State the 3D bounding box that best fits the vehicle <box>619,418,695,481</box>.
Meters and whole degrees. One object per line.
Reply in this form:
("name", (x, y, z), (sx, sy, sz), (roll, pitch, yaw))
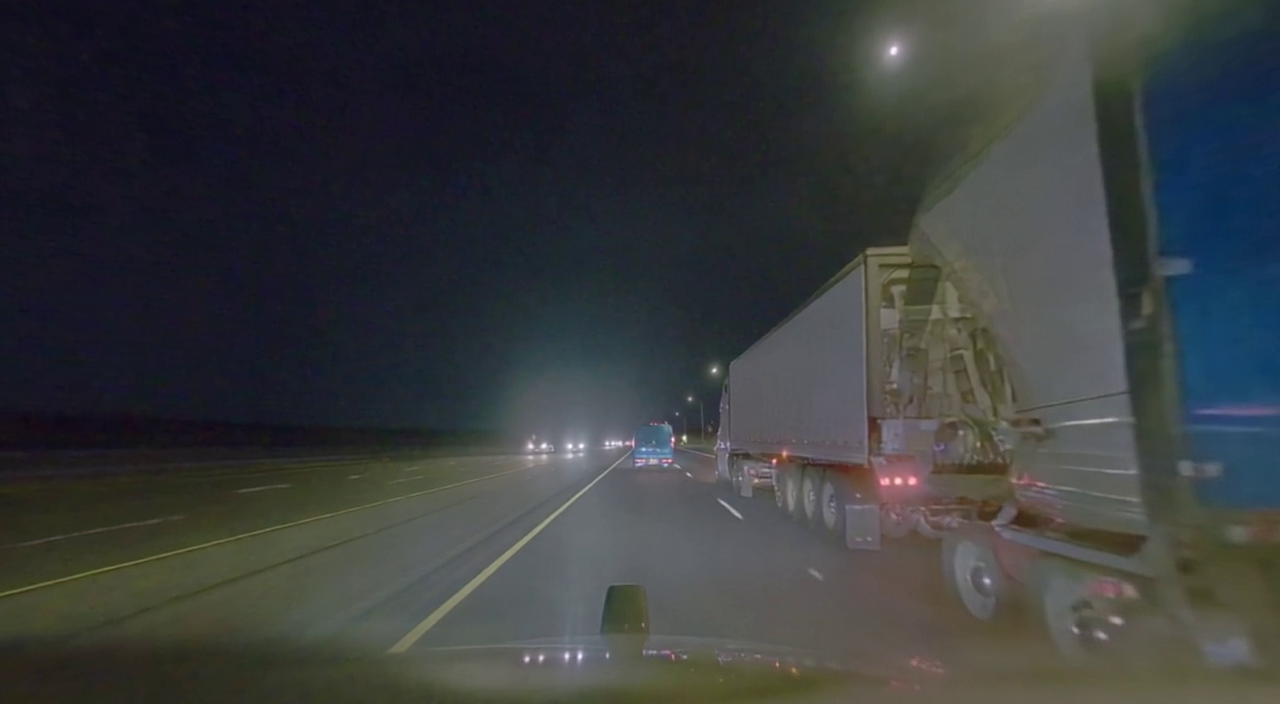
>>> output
("vehicle", (0.618, 3.540, 23.028), (2.469, 2.027, 4.554), (0, -8, 2))
